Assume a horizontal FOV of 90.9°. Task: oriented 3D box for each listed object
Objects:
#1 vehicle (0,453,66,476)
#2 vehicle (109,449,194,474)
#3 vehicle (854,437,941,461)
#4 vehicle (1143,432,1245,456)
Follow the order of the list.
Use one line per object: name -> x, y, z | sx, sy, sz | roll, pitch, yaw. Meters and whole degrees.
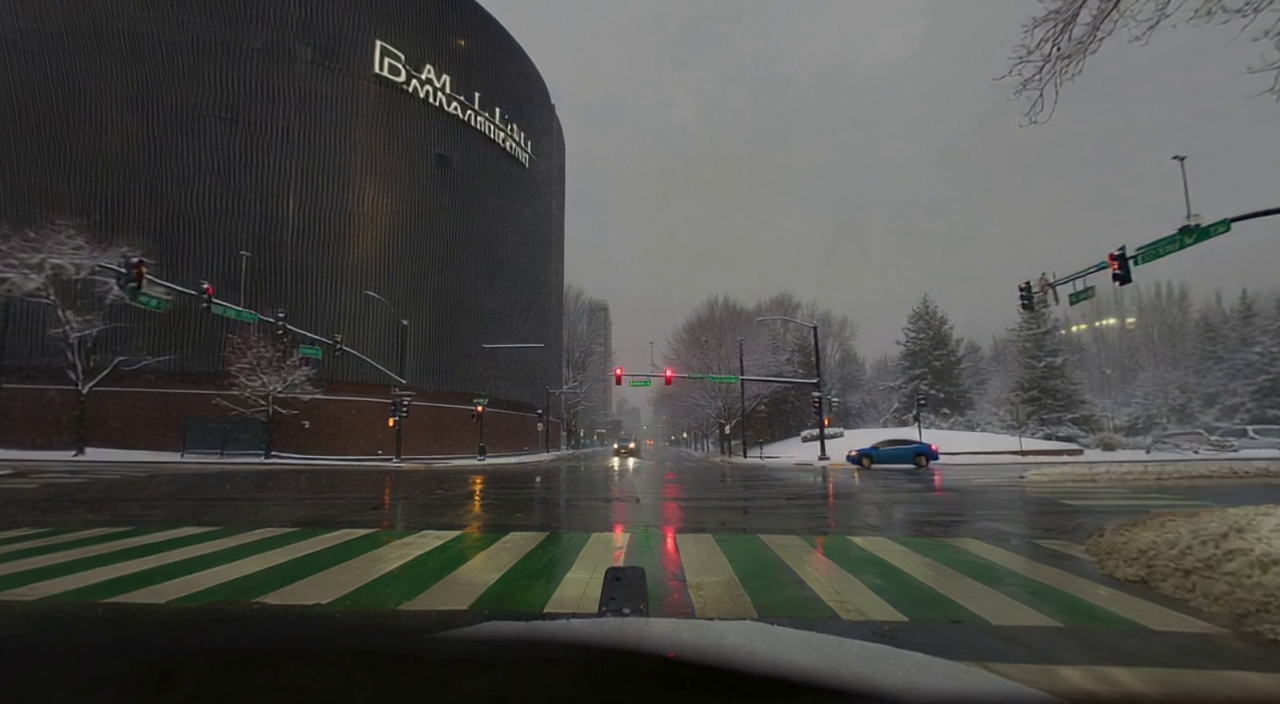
vehicle -> -41.670, 7.637, 42.756 | 3.698, 1.467, 1.779 | 0, -8, 1
vehicle -> -33.073, 7.403, 42.744 | 4.136, 1.661, 1.857 | 0, -8, 1
vehicle -> 15.778, 5.974, 38.872 | 4.529, 1.457, 1.981 | -1, -9, 6
vehicle -> 36.156, 6.018, 41.193 | 4.767, 1.456, 1.858 | -1, -8, 3
